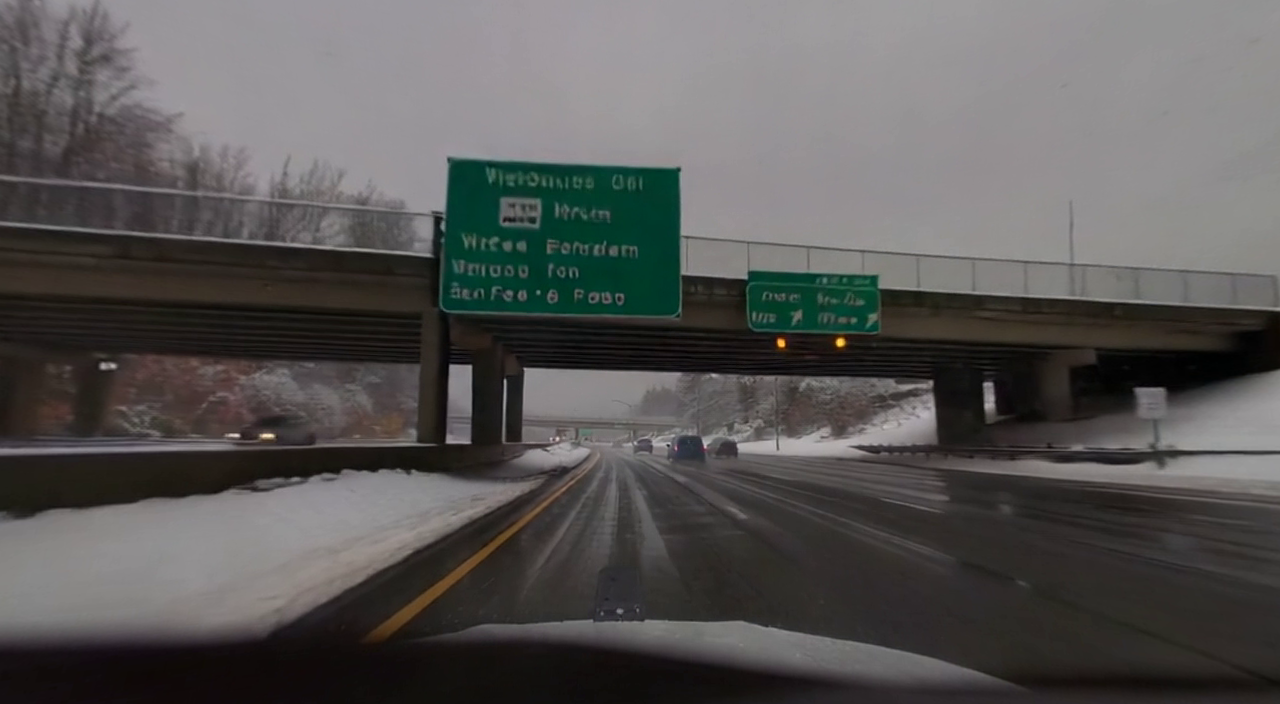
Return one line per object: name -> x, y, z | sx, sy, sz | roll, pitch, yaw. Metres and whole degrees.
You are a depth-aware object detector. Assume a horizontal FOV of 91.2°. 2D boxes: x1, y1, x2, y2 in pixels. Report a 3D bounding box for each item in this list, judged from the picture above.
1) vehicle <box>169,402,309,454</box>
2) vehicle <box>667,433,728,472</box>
vehicle -> -13.209, 2.610, 21.041 | 1.921, 1.550, 4.249 | 0, -9, -1
vehicle -> 2.545, 4.629, 28.858 | 2.337, 1.633, 4.222 | 0, -9, -1
